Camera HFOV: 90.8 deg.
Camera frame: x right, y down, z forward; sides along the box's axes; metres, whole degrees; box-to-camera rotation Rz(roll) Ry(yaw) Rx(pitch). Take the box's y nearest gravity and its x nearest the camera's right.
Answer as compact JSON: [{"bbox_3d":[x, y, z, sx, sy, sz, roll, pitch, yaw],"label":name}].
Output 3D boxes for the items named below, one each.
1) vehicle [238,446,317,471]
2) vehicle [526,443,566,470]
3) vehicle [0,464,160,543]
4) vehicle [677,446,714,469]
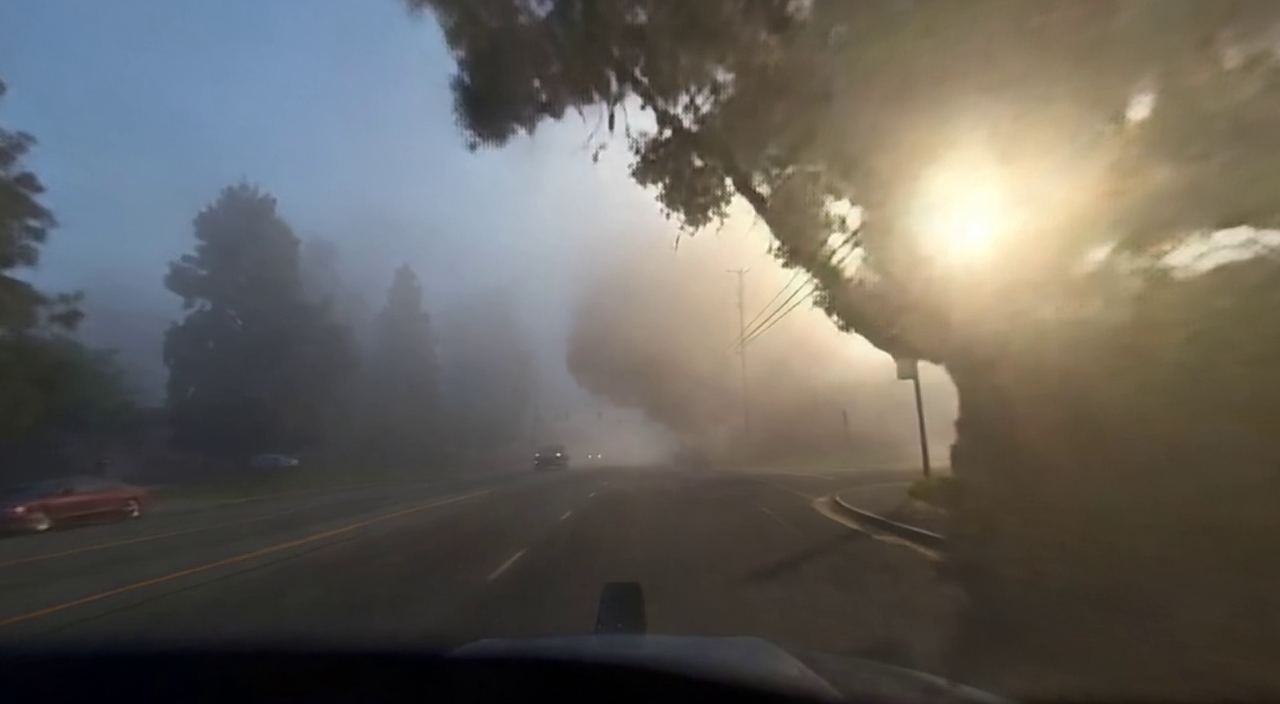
[{"bbox_3d":[-28.540,8.369,49.887,4.750,1.845,2.382,0,-8,-1],"label":"vehicle"},{"bbox_3d":[-6.751,7.517,45.788,2.092,1.810,4.882,0,-8,0],"label":"vehicle"},{"bbox_3d":[-13.821,3.438,14.664,1.863,1.481,4.363,-2,-9,1],"label":"vehicle"},{"bbox_3d":[3.790,7.331,44.005,2.031,1.500,4.590,0,-8,-1],"label":"vehicle"}]
